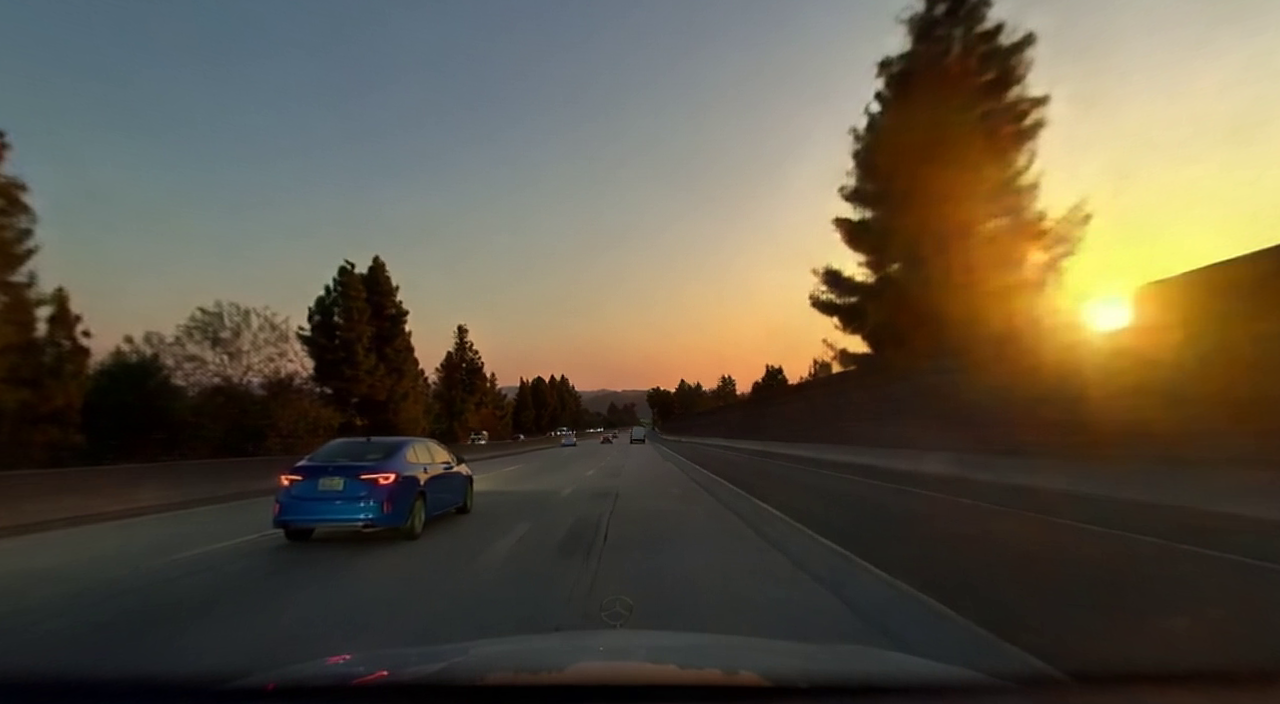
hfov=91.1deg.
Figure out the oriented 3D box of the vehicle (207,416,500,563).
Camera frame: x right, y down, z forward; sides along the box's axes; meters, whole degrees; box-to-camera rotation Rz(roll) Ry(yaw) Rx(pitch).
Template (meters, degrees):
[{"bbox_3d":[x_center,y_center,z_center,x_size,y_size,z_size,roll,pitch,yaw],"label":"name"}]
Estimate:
[{"bbox_3d":[-3.396,1.683,8.477,2.079,1.500,3.881,0,-8,0],"label":"vehicle"}]
